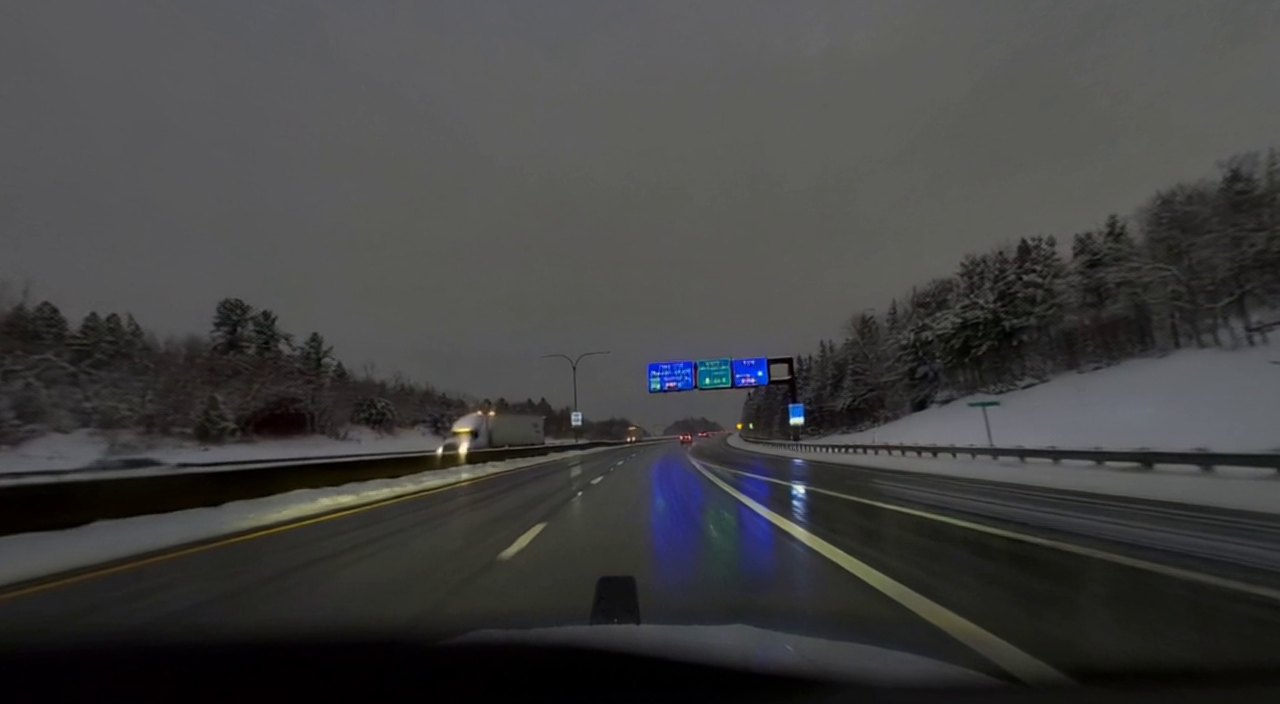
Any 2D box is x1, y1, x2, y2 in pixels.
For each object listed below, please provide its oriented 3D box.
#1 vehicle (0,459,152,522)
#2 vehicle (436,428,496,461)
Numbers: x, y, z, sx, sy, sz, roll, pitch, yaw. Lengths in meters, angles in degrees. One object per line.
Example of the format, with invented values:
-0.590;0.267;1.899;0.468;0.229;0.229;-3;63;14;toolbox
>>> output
-15.859;3.717;17.334;1.767;1.405;3.835;0;-8;-1;vehicle
-11.353;6.061;41.384;2.174;2.049;5.156;-1;-8;4;vehicle
